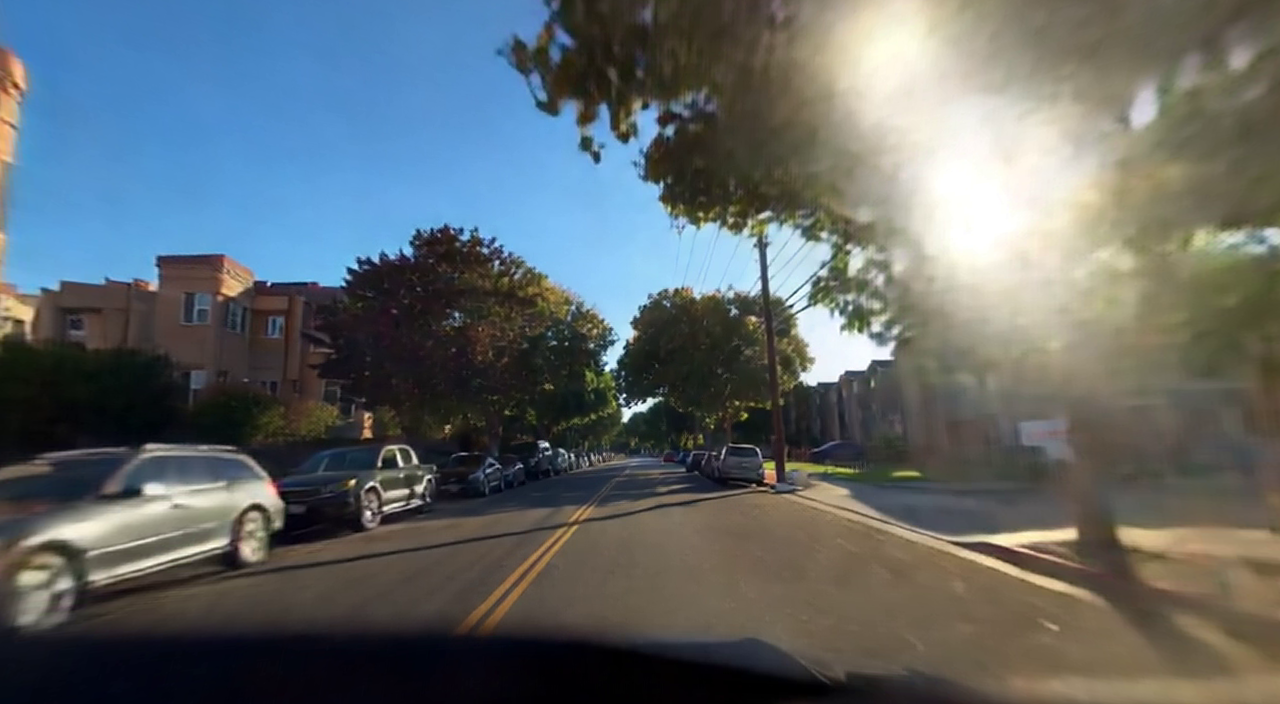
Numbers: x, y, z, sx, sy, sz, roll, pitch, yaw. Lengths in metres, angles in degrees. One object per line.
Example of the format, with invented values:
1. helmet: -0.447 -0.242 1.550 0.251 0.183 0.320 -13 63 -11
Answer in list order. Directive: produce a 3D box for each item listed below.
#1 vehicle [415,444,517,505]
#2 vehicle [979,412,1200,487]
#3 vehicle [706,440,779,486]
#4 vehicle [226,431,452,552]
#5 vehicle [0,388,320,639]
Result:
1. vehicle: -6.045 4.283 22.529 2.247 1.698 4.944 -3 -7 0
2. vehicle: 14.042 3.151 20.488 2.229 2.040 6.832 0 -8 1
3. vehicle: 4.106 4.540 25.972 2.328 1.730 4.225 0 -8 0
4. vehicle: -6.125 2.814 13.865 2.063 1.936 5.919 -4 -8 0
5. vehicle: -6.213 1.746 7.215 2.120 1.989 5.616 -3 -10 0
